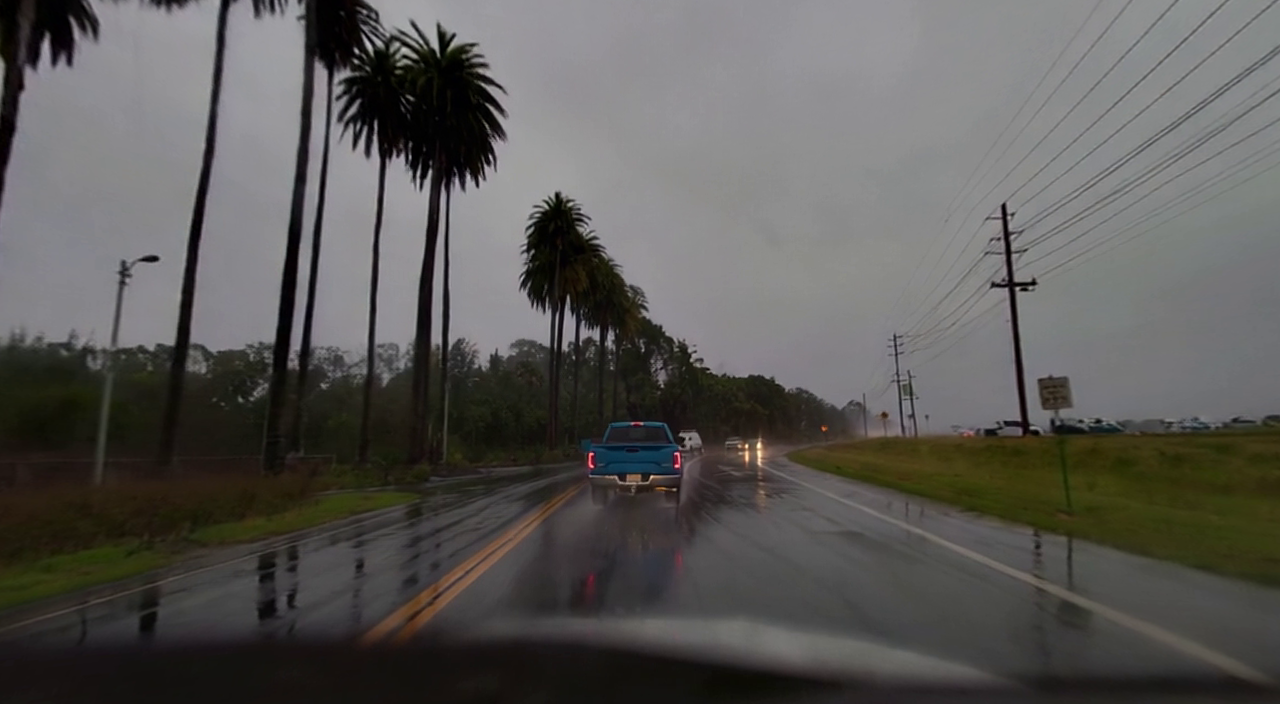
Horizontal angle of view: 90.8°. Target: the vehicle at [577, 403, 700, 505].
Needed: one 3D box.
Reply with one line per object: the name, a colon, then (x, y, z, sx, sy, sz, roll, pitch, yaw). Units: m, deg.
vehicle: (-0.046, 2.675, 16.888, 2.693, 2.223, 5.885, 0, -8, 0)
